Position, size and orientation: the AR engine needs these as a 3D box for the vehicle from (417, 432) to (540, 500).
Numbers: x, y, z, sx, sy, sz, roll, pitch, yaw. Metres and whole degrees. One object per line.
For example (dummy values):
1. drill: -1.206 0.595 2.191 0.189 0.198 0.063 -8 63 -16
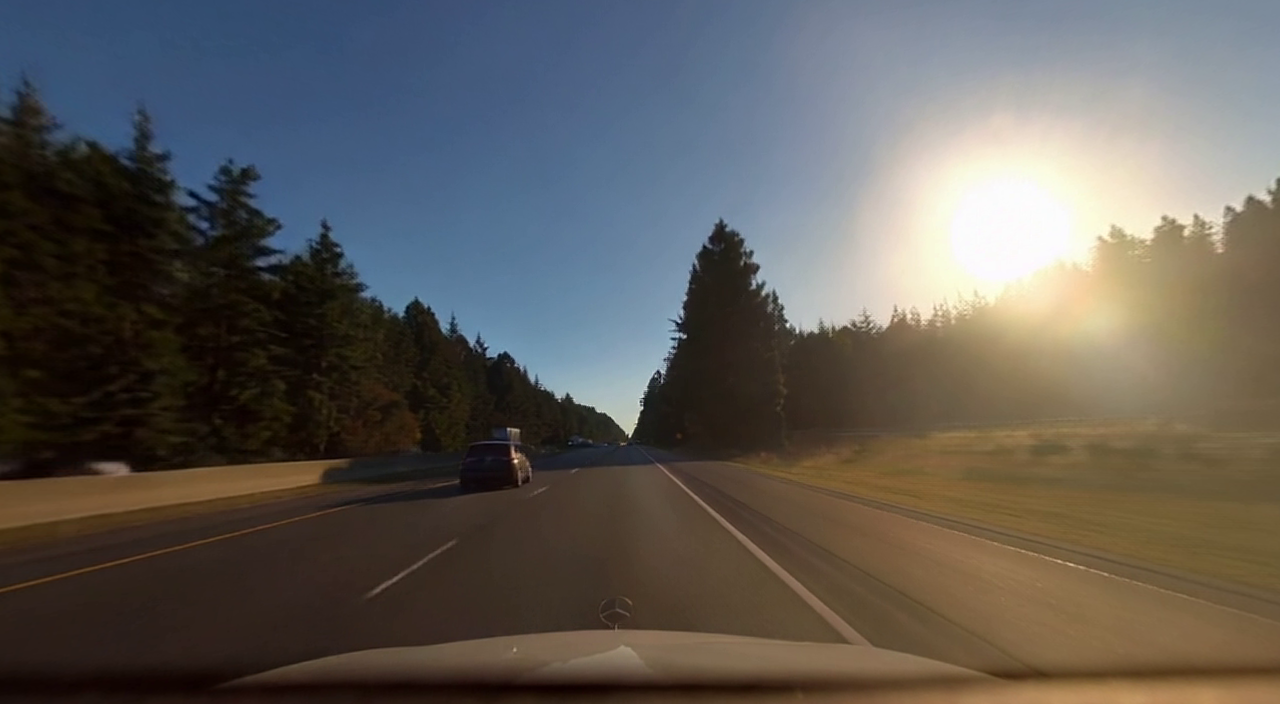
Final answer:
1. vehicle: -4.287 3.095 17.618 2.202 1.587 4.754 -1 -8 0

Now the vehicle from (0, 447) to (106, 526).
1. vehicle: -12.661 2.515 11.741 1.896 1.424 4.056 0 -8 -2
